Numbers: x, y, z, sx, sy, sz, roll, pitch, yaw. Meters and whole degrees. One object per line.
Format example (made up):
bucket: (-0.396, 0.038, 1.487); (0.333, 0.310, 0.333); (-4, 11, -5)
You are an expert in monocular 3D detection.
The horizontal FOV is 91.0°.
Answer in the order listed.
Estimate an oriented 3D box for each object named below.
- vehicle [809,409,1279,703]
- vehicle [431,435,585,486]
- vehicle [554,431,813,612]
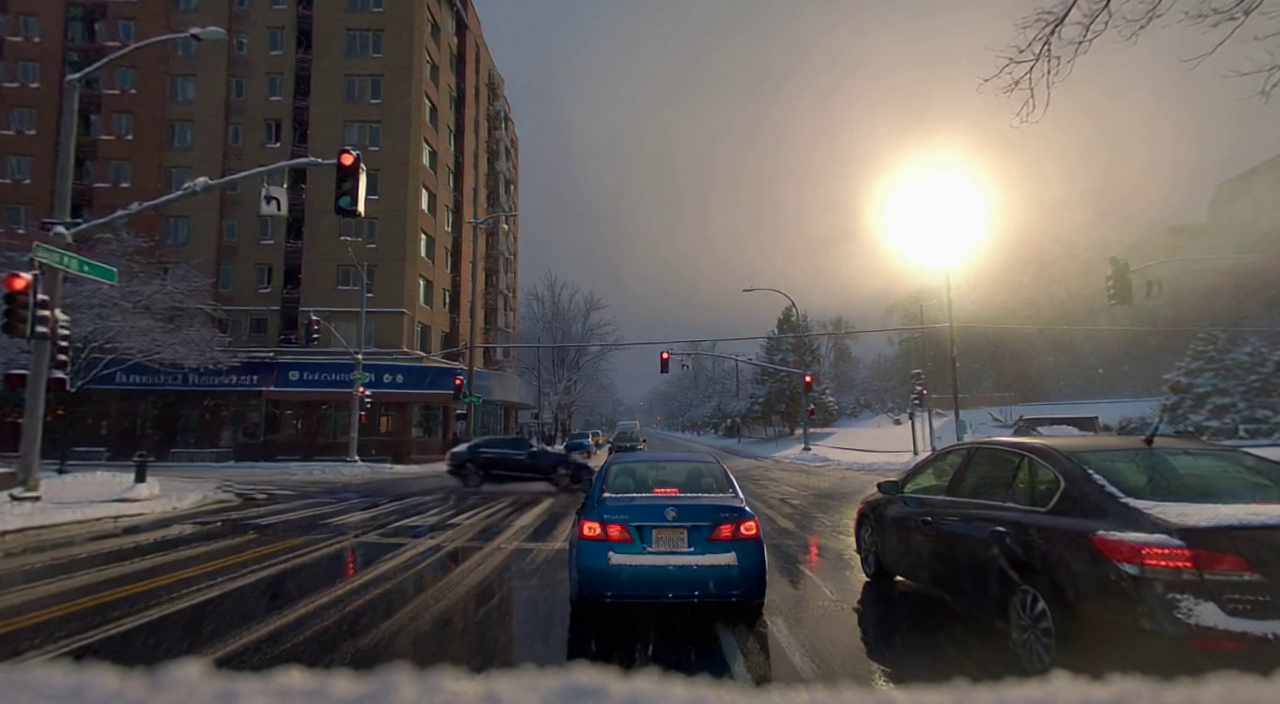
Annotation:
vehicle: (2.819, 1.287, 4.561); (1.961, 1.498, 4.356); (0, -8, 0)
vehicle: (-4.329, 3.613, 21.167); (4.688, 1.612, 1.938); (0, -8, 2)
vehicle: (0.287, 1.696, 7.293); (2.132, 1.464, 4.089); (0, -8, -2)
